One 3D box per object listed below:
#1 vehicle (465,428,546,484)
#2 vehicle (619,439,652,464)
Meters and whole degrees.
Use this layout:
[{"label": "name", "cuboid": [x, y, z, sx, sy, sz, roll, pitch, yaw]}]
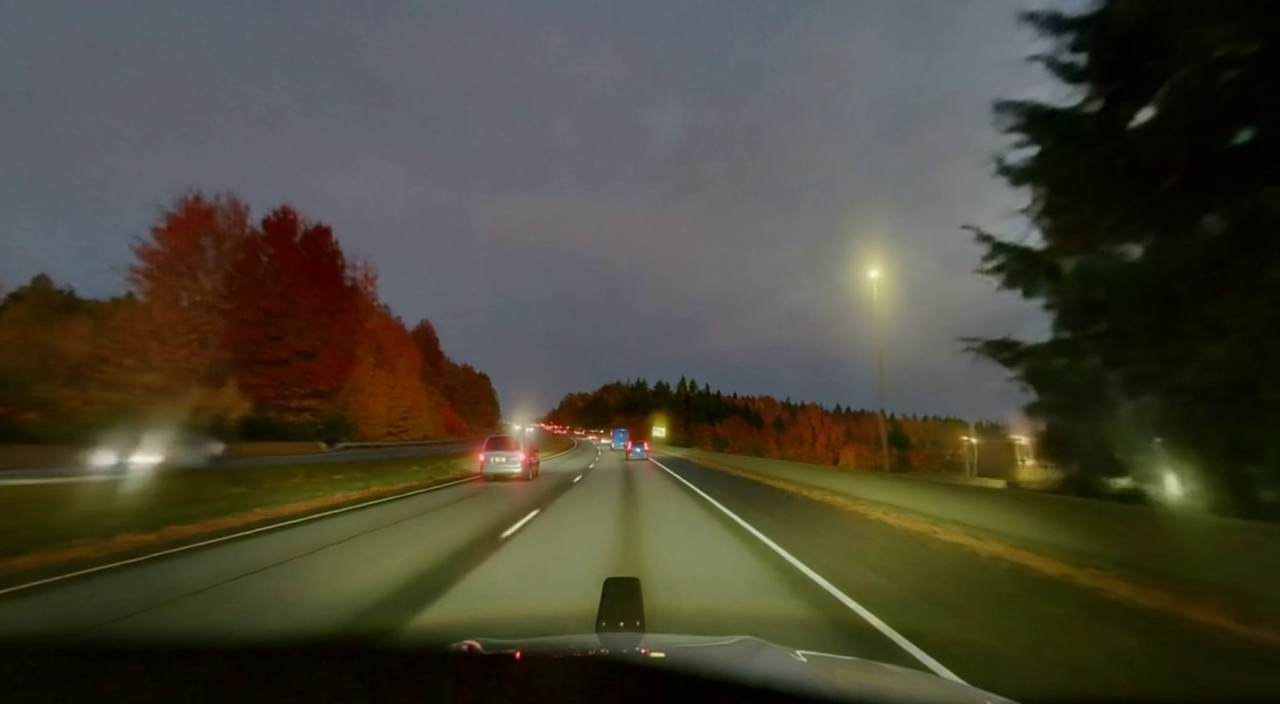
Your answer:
[{"label": "vehicle", "cuboid": [-4.542, 3.578, 21.914, 1.924, 1.720, 4.195, 0, -8, -1]}, {"label": "vehicle", "cuboid": [-0.299, 6.236, 39.619, 1.939, 1.497, 3.863, 0, -8, -1]}]
